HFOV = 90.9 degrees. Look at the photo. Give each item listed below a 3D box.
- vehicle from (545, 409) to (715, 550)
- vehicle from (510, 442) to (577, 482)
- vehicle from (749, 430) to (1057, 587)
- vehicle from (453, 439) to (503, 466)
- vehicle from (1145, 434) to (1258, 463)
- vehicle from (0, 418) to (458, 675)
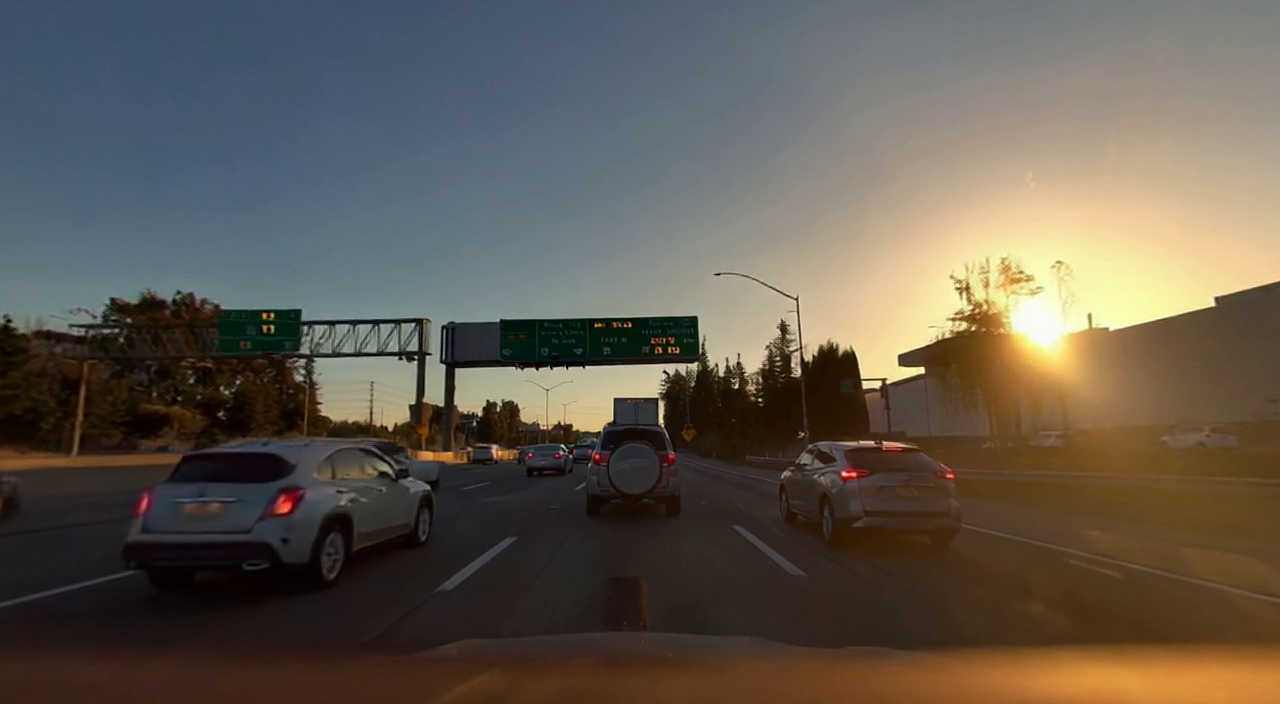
[{"bbox_3d":[-0.142,1.919,10.077,2.152,1.779,3.924,0,-9,0],"label":"vehicle"},{"bbox_3d":[-3.770,4.369,25.277,2.005,1.458,4.143,0,-9,0],"label":"vehicle"},{"bbox_3d":[2.916,1.838,8.330,2.018,1.470,4.491,0,-9,-2],"label":"vehicle"},{"bbox_3d":[-10.912,6.827,42.840,2.129,1.720,4.547,0,-9,1],"label":"vehicle"},{"bbox_3d":[31.842,5.513,35.940,1.805,1.536,4.325,3,-9,-18],"label":"vehicle"},{"bbox_3d":[-3.471,1.463,5.944,2.132,1.464,4.481,0,-9,1],"label":"vehicle"}]
